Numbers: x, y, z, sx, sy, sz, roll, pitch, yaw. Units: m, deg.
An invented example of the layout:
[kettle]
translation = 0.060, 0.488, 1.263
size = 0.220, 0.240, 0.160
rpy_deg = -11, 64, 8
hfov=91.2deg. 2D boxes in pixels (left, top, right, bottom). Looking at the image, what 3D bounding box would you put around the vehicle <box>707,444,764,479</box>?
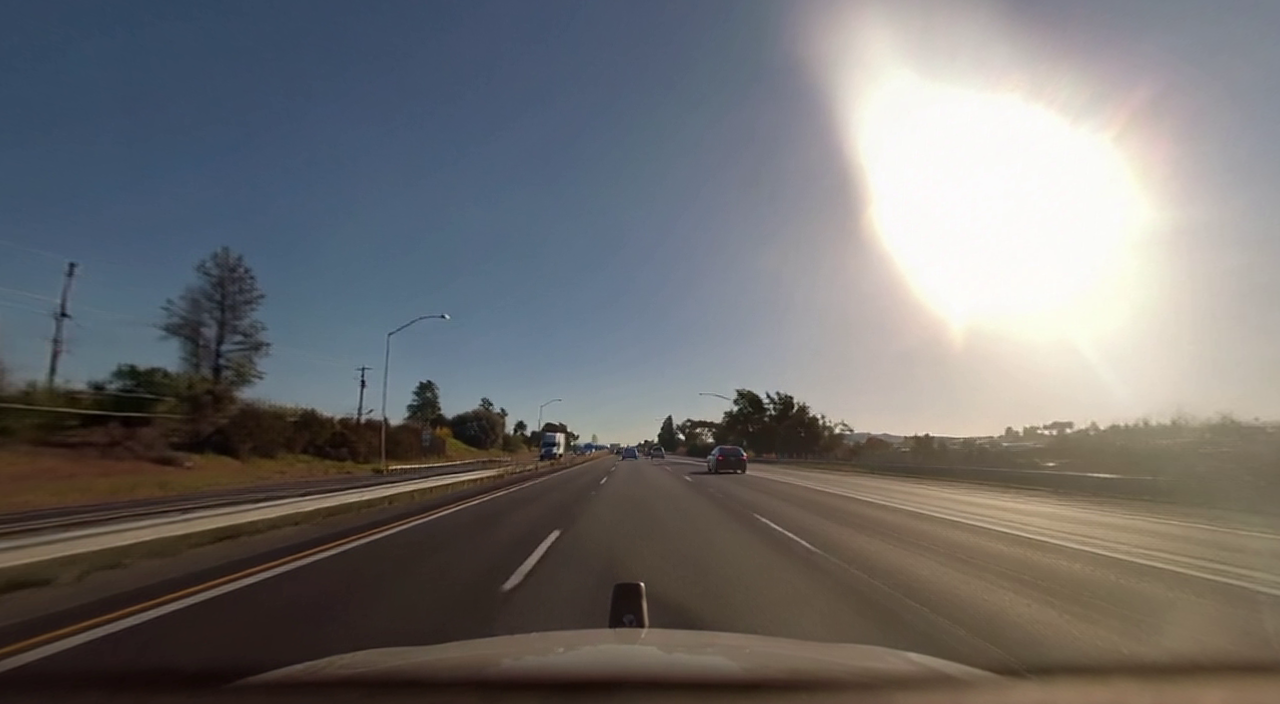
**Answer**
[vehicle]
translation = 4.267, 4.965, 28.630
size = 1.917, 1.488, 3.693
rpy_deg = 0, -9, -1
